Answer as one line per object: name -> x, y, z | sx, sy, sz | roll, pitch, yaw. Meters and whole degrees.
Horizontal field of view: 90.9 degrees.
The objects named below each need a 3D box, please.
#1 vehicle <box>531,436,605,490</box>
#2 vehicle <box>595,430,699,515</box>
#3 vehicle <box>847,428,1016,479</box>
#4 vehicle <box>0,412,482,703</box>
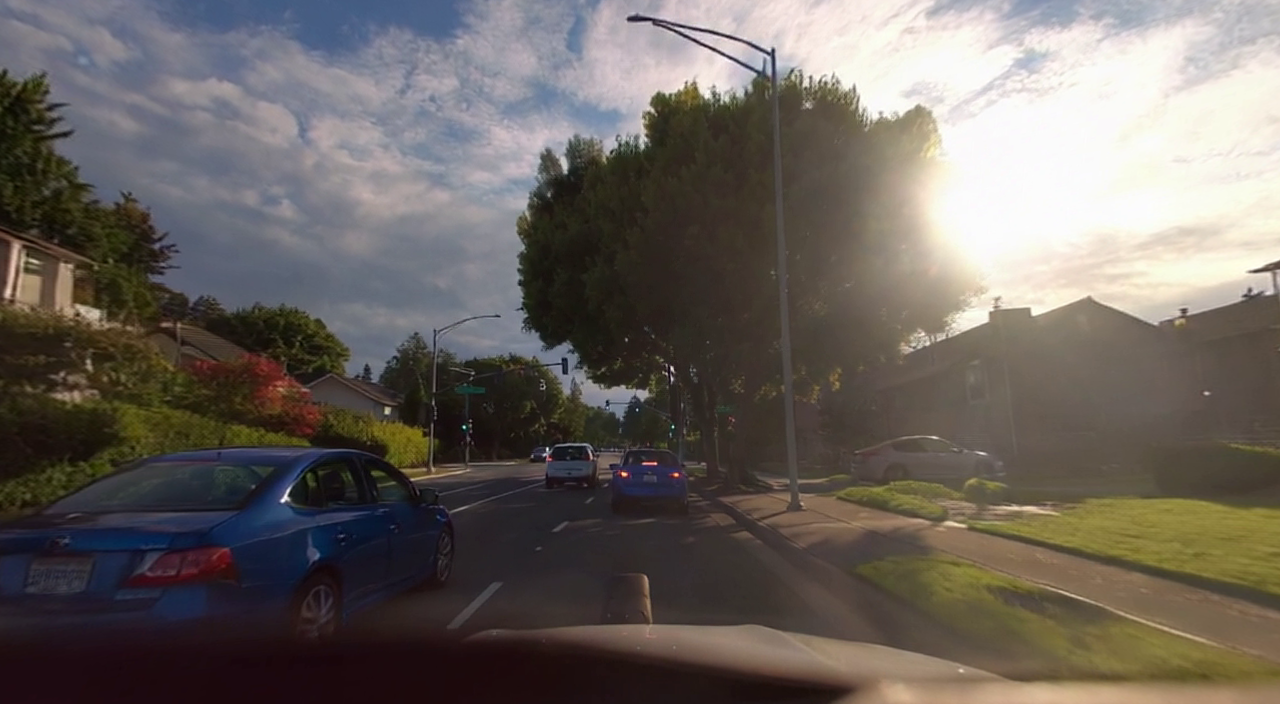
vehicle -> -2.469, 3.958, 22.682 | 2.000, 1.737, 4.133 | -1, -9, 2
vehicle -> 0.143, 2.779, 14.950 | 2.120, 1.718, 3.909 | 0, -9, 0
vehicle -> 9.228, 3.249, 20.256 | 4.456, 1.504, 1.914 | 0, -9, 0
vehicle -> -2.841, 1.334, 4.749 | 1.968, 1.472, 4.685 | -1, -9, 2
